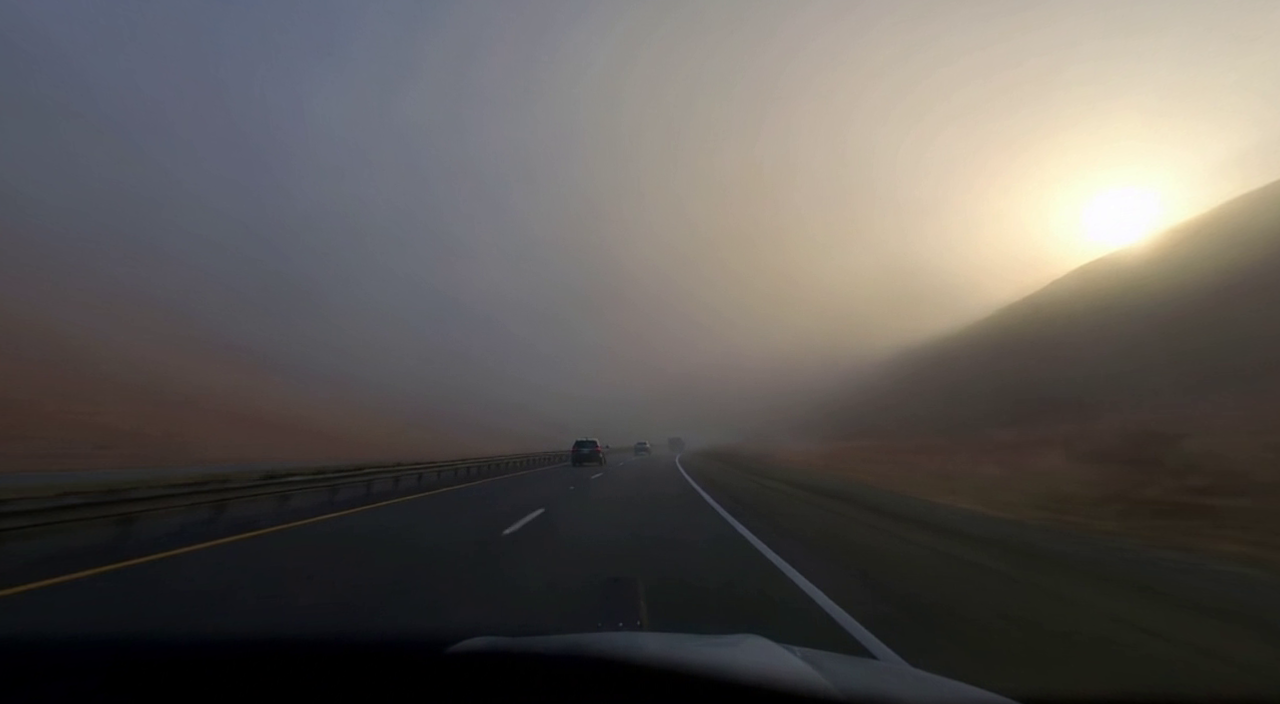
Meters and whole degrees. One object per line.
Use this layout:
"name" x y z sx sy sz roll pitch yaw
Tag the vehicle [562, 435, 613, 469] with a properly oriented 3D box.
"vehicle" -2.850 5.636 35.710 2.252 1.743 4.560 -1 -8 3
